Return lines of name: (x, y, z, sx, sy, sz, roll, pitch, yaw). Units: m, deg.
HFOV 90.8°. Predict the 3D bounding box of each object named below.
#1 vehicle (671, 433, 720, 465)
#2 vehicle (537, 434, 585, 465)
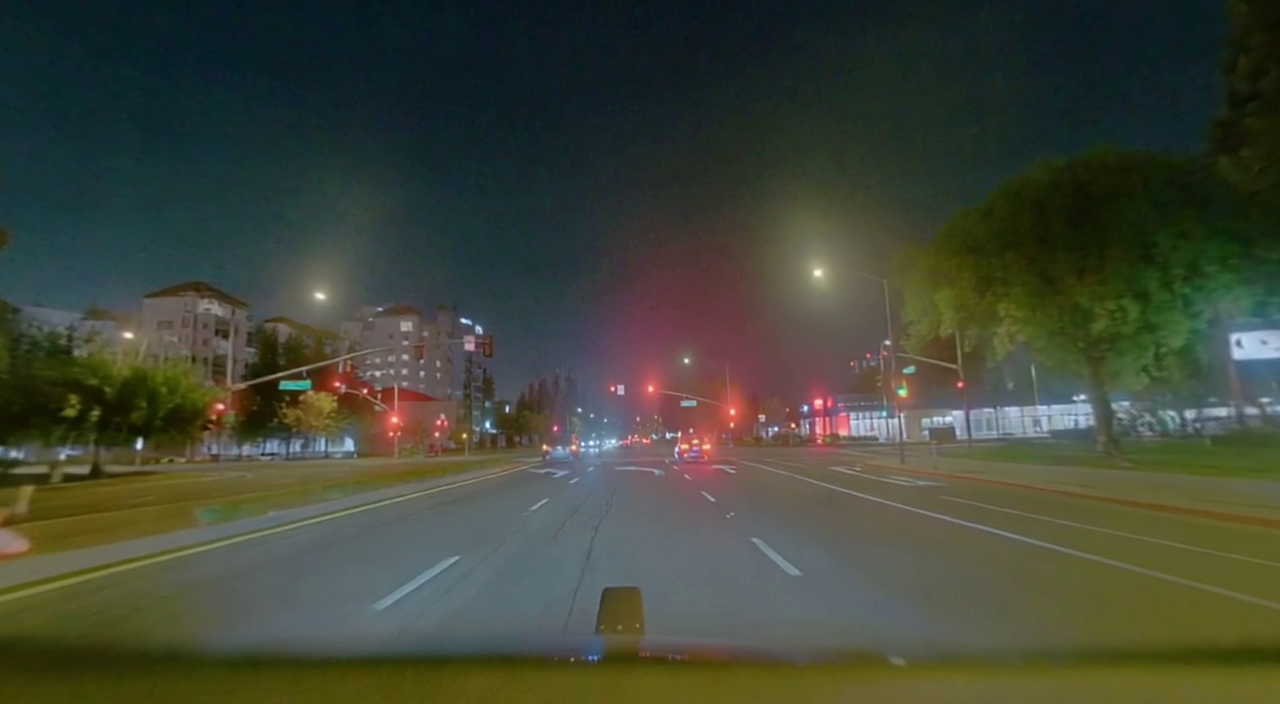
vehicle: (2.849, 5.134, 33.465, 2.130, 1.524, 4.722, 0, -9, 0)
vehicle: (-4.137, 5.204, 33.861, 1.973, 1.526, 4.533, 0, -9, 0)
